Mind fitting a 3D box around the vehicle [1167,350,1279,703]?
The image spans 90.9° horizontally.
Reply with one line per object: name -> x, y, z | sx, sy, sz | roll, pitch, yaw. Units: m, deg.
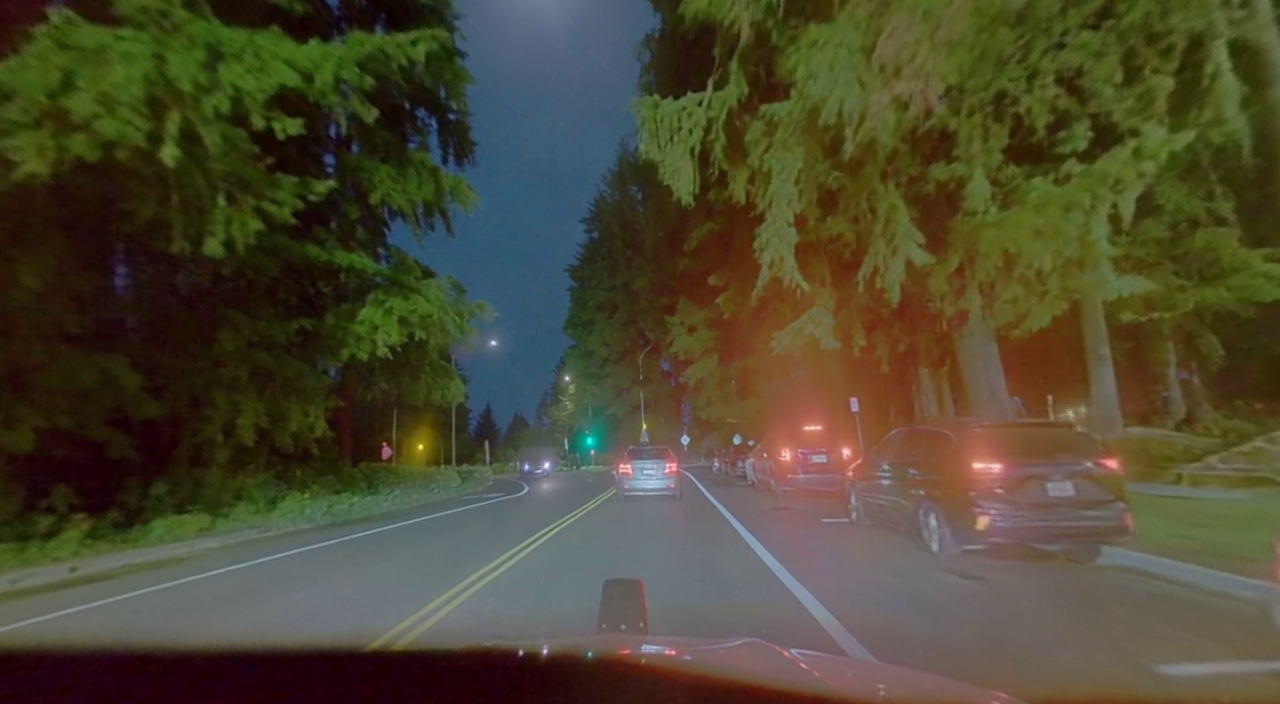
vehicle -> 4.099, 0.616, 1.378 | 1.969, 1.738, 4.515 | 0, -8, 1

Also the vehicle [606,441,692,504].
vehicle -> 0.280, 3.224, 17.349 | 2.078, 1.521, 4.058 | 0, -8, 2

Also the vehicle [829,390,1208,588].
vehicle -> 4.173, 1.592, 8.132 | 2.093, 1.822, 4.483 | 0, -8, 0

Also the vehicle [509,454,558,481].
vehicle -> -8.425, 8.990, 49.352 | 2.131, 1.961, 4.955 | 5, -10, -30

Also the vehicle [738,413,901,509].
vehicle -> 4.311, 2.795, 16.646 | 2.484, 2.037, 6.362 | 0, -8, 0
